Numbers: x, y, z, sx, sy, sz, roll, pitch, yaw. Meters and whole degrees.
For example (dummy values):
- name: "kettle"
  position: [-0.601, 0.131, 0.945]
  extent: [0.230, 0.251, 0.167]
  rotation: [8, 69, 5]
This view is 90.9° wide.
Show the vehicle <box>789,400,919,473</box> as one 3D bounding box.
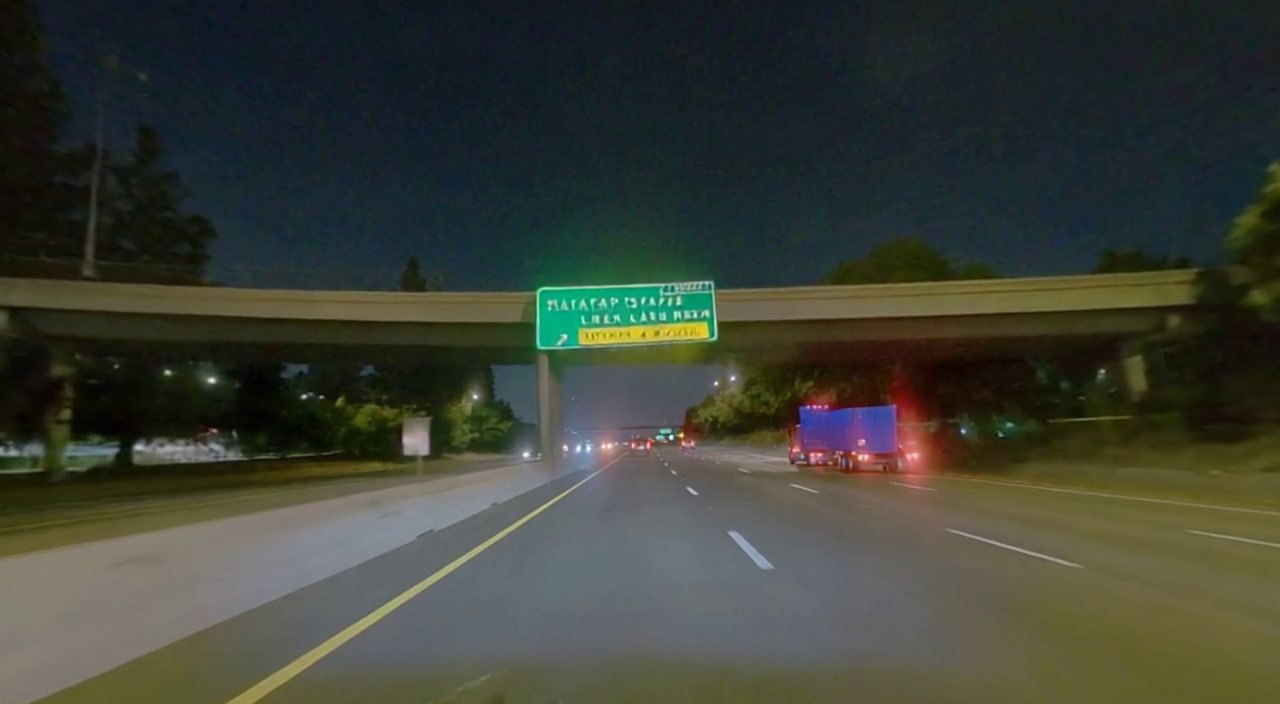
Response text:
- name: "vehicle"
  position: [10.865, 4.562, 33.655]
  extent: [2.960, 3.207, 10.950]
  rotation: [0, -8, -1]
